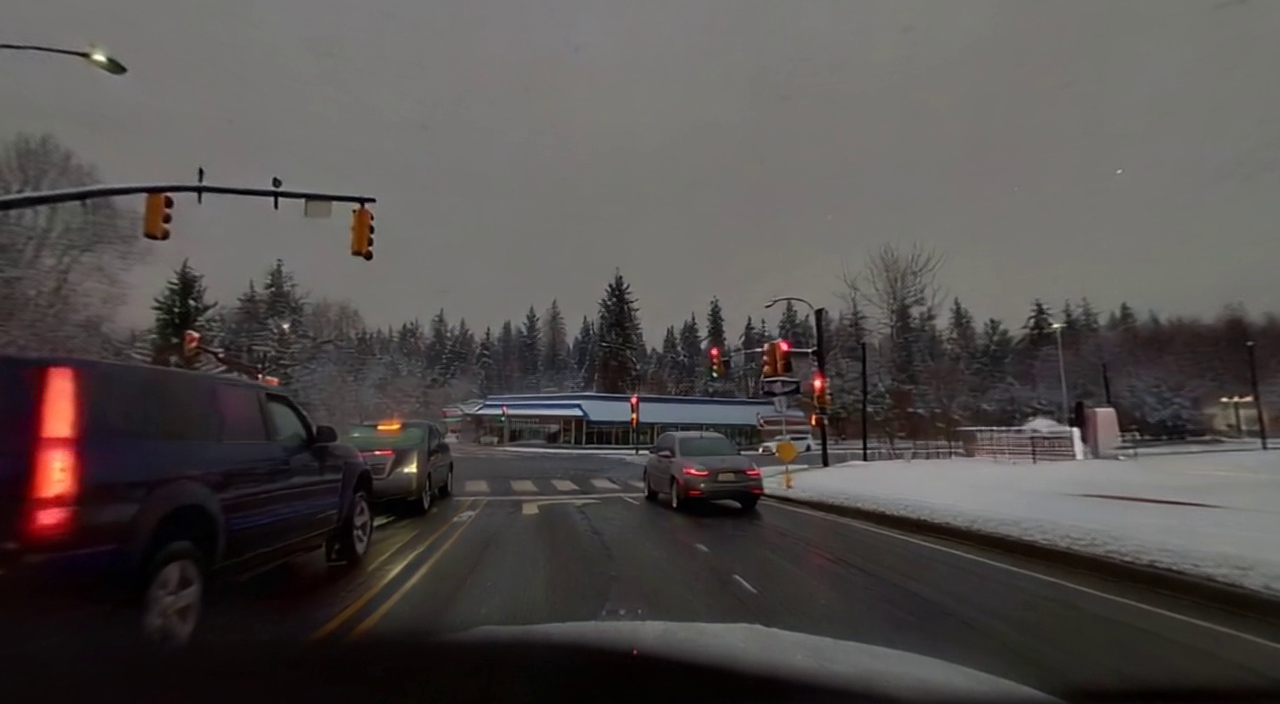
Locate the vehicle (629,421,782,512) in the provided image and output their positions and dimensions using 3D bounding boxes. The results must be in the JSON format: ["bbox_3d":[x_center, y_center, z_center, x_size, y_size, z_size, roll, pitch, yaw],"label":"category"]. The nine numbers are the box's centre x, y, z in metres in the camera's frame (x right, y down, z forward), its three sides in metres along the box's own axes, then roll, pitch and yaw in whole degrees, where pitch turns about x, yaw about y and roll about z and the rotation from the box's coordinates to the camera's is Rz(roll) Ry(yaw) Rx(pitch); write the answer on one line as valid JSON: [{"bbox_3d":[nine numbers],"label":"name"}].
[{"bbox_3d":[1.341,2.705,15.374,2.202,1.822,4.826,2,-9,-13],"label":"vehicle"}]

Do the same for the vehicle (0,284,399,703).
[{"bbox_3d":[-3.784,1.040,4.839,2.254,2.006,4.766,1,-9,-4],"label":"vehicle"}]
